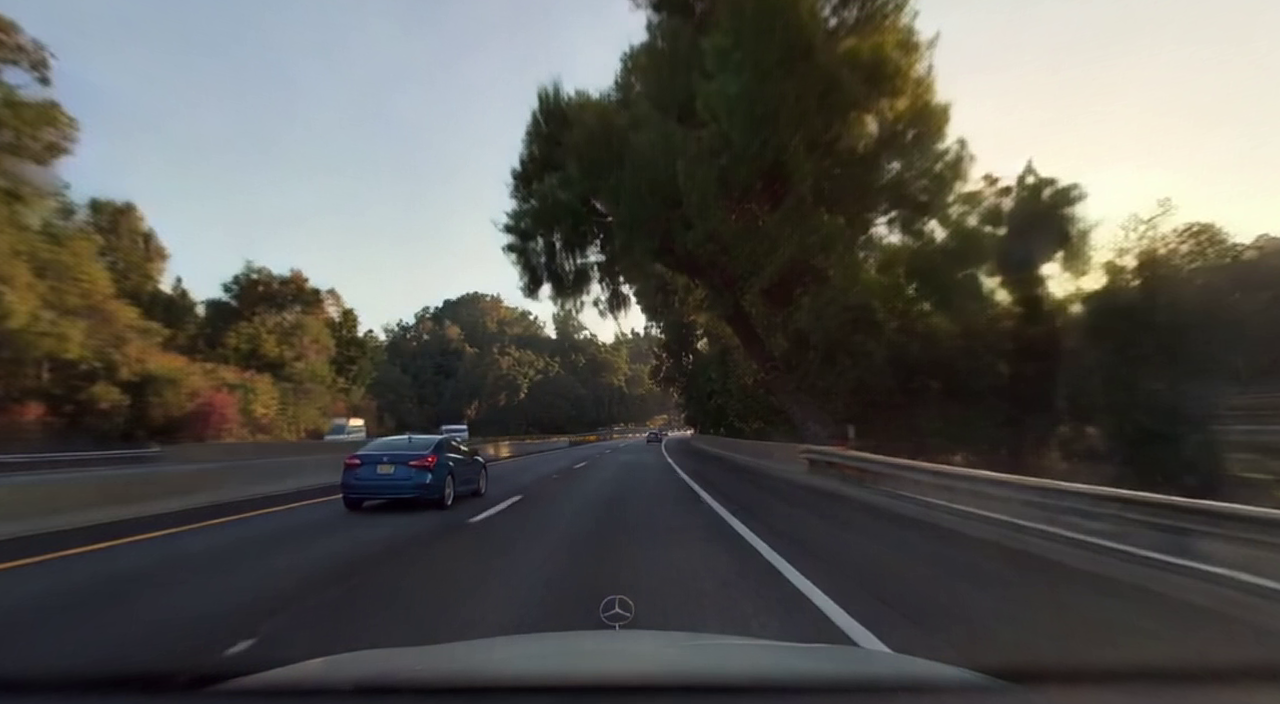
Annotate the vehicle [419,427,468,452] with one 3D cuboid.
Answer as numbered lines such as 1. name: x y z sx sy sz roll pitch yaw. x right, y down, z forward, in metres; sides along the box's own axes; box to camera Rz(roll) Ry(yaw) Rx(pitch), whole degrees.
1. vehicle: -15.397 6.855 49.679 2.120 1.862 5.124 0 -8 1
